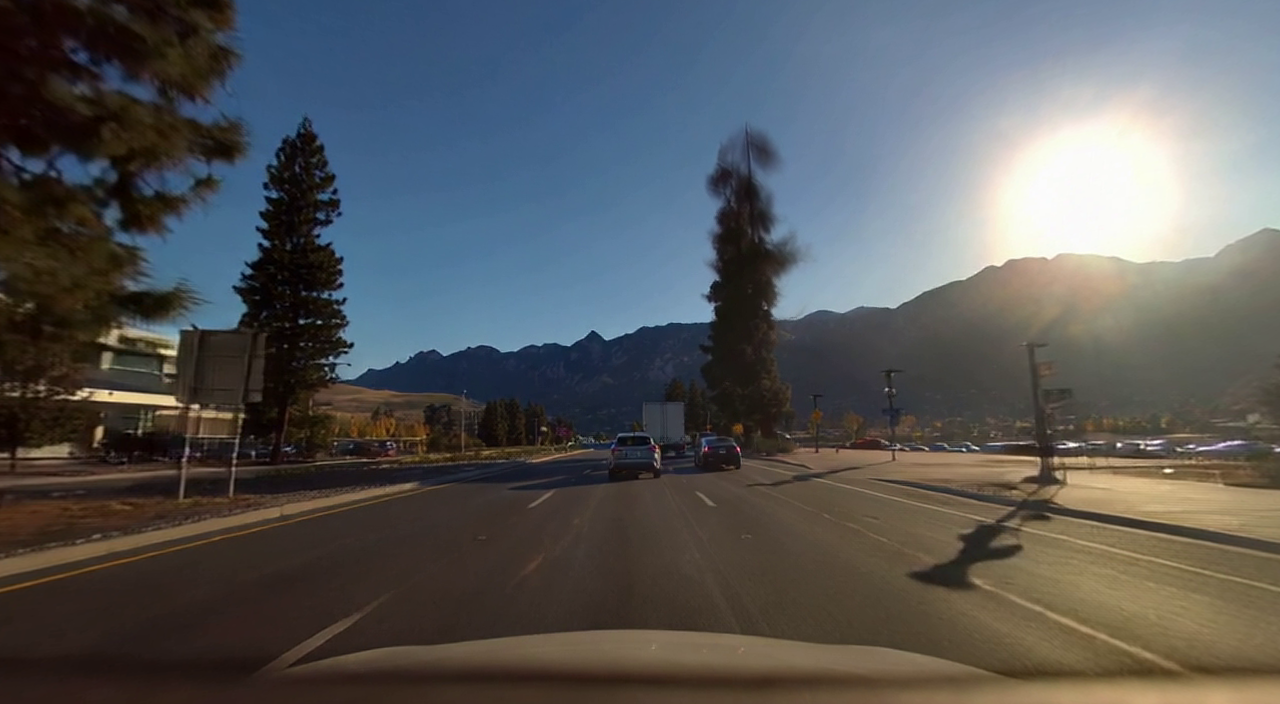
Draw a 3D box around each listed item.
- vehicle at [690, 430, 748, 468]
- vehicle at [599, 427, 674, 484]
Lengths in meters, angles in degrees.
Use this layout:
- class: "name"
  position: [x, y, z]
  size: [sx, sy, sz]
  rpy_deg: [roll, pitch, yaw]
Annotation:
- class: "vehicle"
  position: [3.643, 4.593, 29.869]
  size: [2.088, 1.655, 4.360]
  rpy_deg: [0, -8, -1]
- class: "vehicle"
  position: [-0.136, 3.306, 20.313]
  size: [2.193, 1.651, 3.946]
  rpy_deg: [0, -8, -1]
